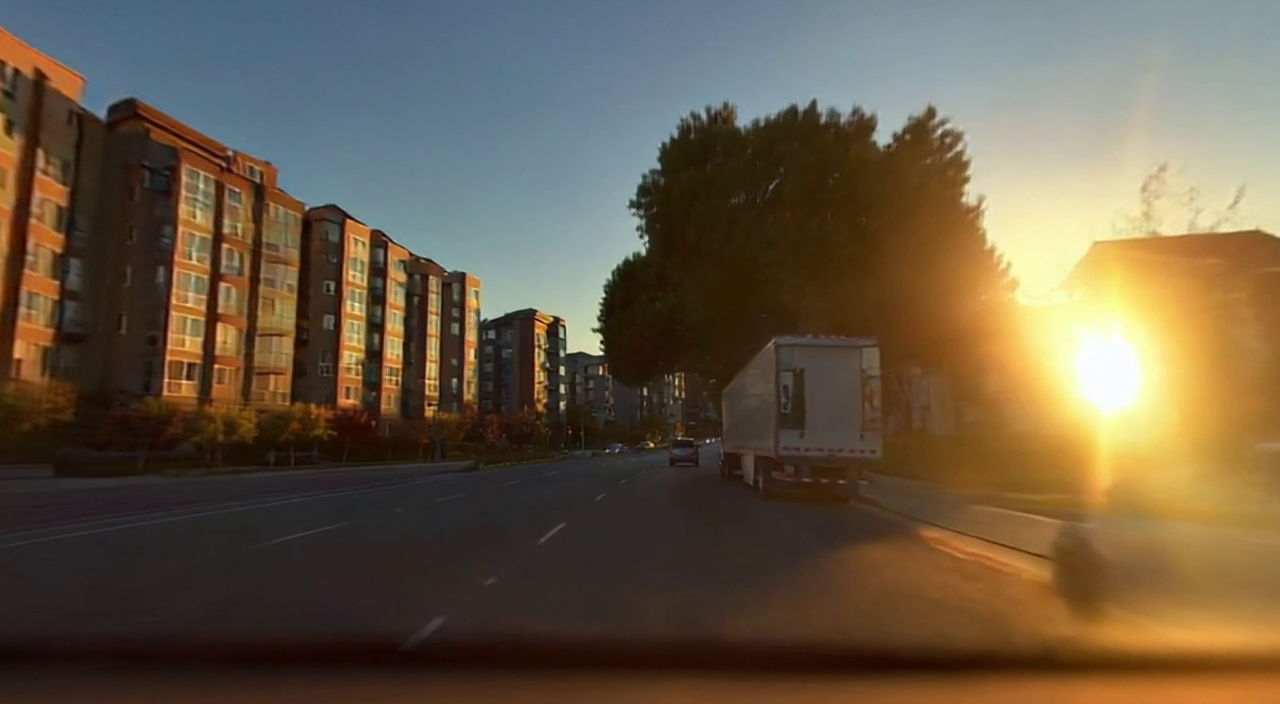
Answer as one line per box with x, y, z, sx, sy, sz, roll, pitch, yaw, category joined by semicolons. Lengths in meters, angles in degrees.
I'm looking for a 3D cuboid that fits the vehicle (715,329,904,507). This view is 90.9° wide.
4.546;2.405;20.800;3.157;3.982;13.307;0;-8;3;vehicle

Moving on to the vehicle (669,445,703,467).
3.044;6.759;41.163;1.871;1.370;4.206;-1;-8;9;vehicle

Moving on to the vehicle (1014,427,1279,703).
4.089;1.095;2.977;1.884;1.472;4.650;0;-8;1;vehicle
